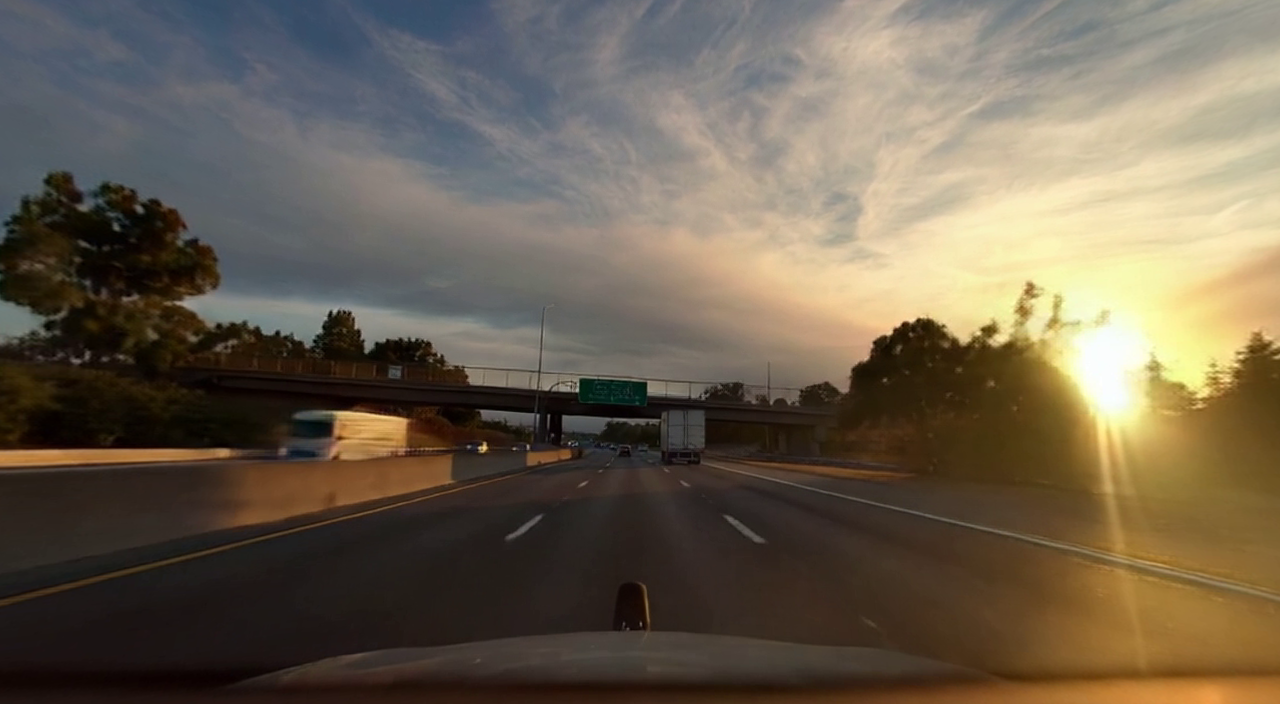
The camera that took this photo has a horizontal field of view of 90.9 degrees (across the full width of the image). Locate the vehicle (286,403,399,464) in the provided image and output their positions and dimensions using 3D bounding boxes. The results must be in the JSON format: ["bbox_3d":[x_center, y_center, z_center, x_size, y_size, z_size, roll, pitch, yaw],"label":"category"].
[{"bbox_3d":[-16.212,4.579,35.050,2.585,3.012,7.417,0,-8,0],"label":"vehicle"}]

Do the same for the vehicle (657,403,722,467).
[{"bbox_3d":[3.510,6.605,49.167,3.323,4.262,14.056,1,-9,-2],"label":"vehicle"}]
